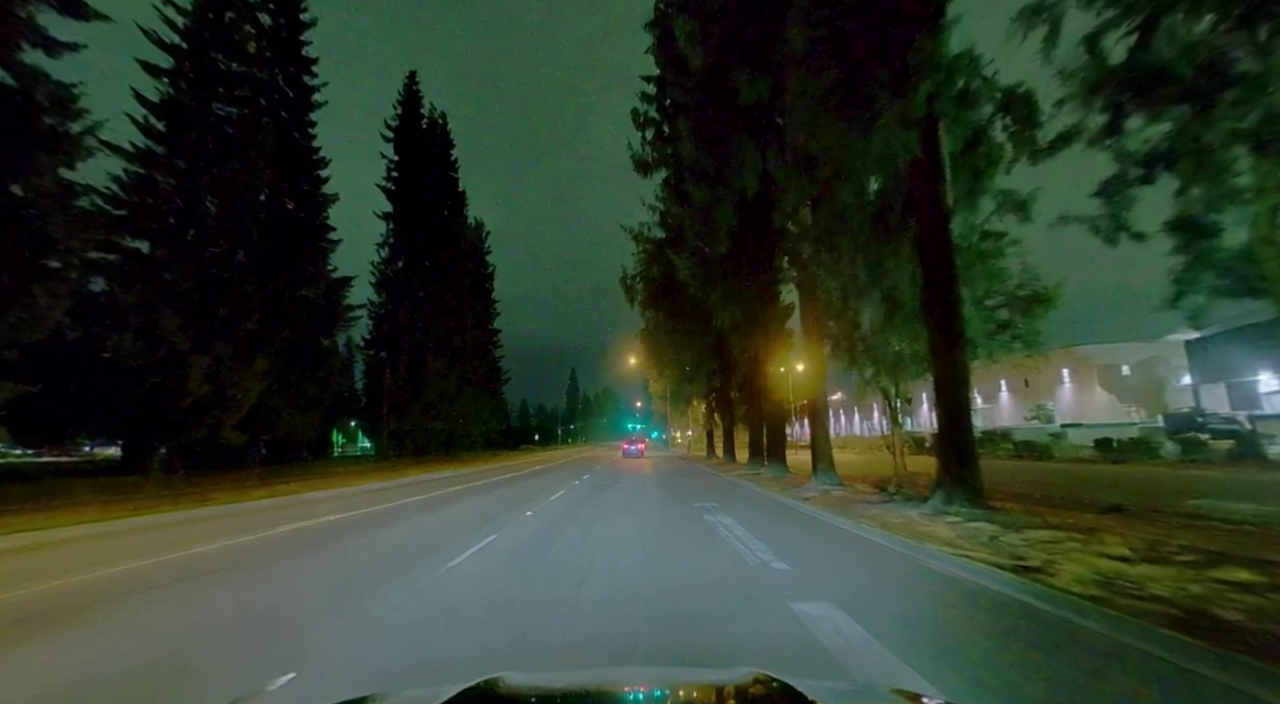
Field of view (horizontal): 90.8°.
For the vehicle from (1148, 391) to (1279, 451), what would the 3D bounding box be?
[{"bbox_3d":[30.123,3.559,32.476,5.760,2.710,2.321,-2,-9,-2],"label":"vehicle"}]
